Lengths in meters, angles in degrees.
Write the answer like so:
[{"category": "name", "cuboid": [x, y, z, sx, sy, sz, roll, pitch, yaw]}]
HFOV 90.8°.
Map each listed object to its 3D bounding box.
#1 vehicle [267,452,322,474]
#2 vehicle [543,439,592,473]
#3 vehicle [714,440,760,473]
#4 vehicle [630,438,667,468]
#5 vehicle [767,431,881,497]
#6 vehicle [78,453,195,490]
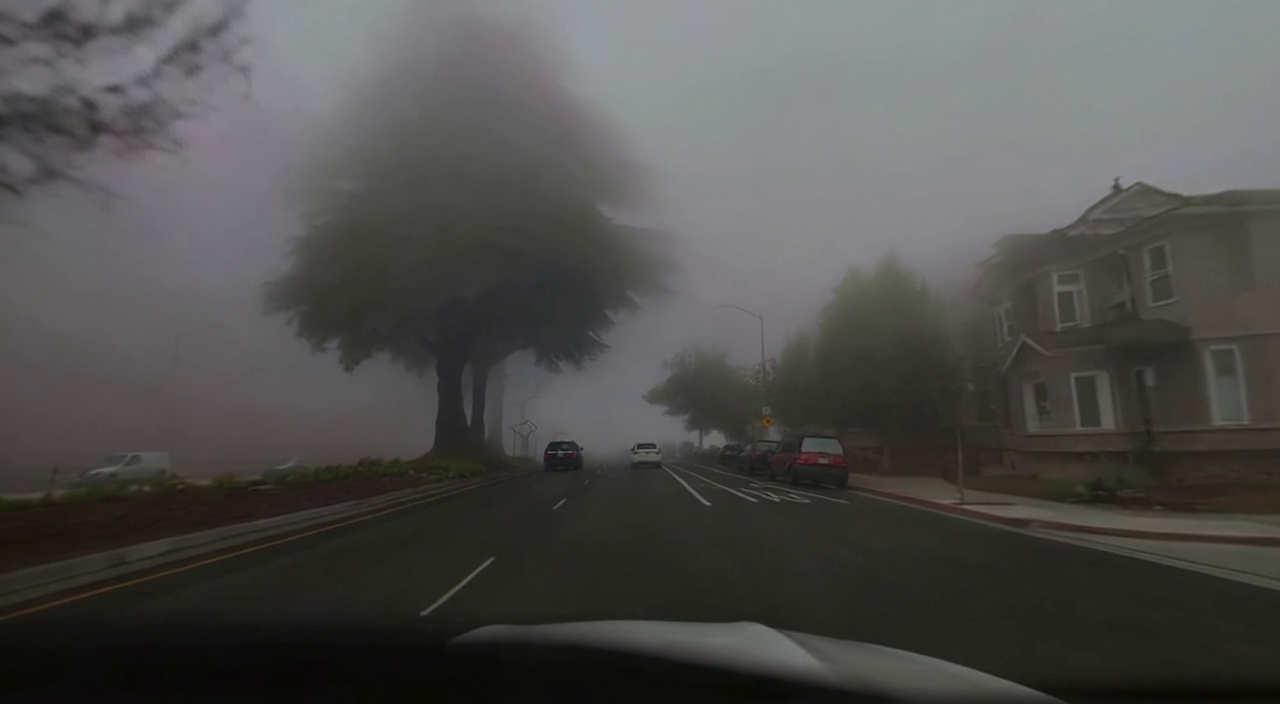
[{"category": "vehicle", "cuboid": [-26.207, 8.389, 48.069, 1.855, 1.552, 4.092, 0, -9, -1]}, {"category": "vehicle", "cuboid": [-4.004, 5.814, 35.599, 2.233, 1.775, 4.491, 0, -9, 0]}, {"category": "vehicle", "cuboid": [5.518, 6.022, 36.575, 2.020, 1.762, 4.559, 0, -9, 1]}, {"category": "vehicle", "cuboid": [0.462, 6.728, 42.187, 2.273, 1.851, 5.075, 0, -9, -1]}, {"category": "vehicle", "cuboid": [5.690, 3.527, 20.278, 2.154, 1.824, 4.782, 0, -9, -1]}, {"category": "vehicle", "cuboid": [-25.933, 6.118, 32.814, 2.018, 1.721, 4.735, -1, -9, 2]}]
